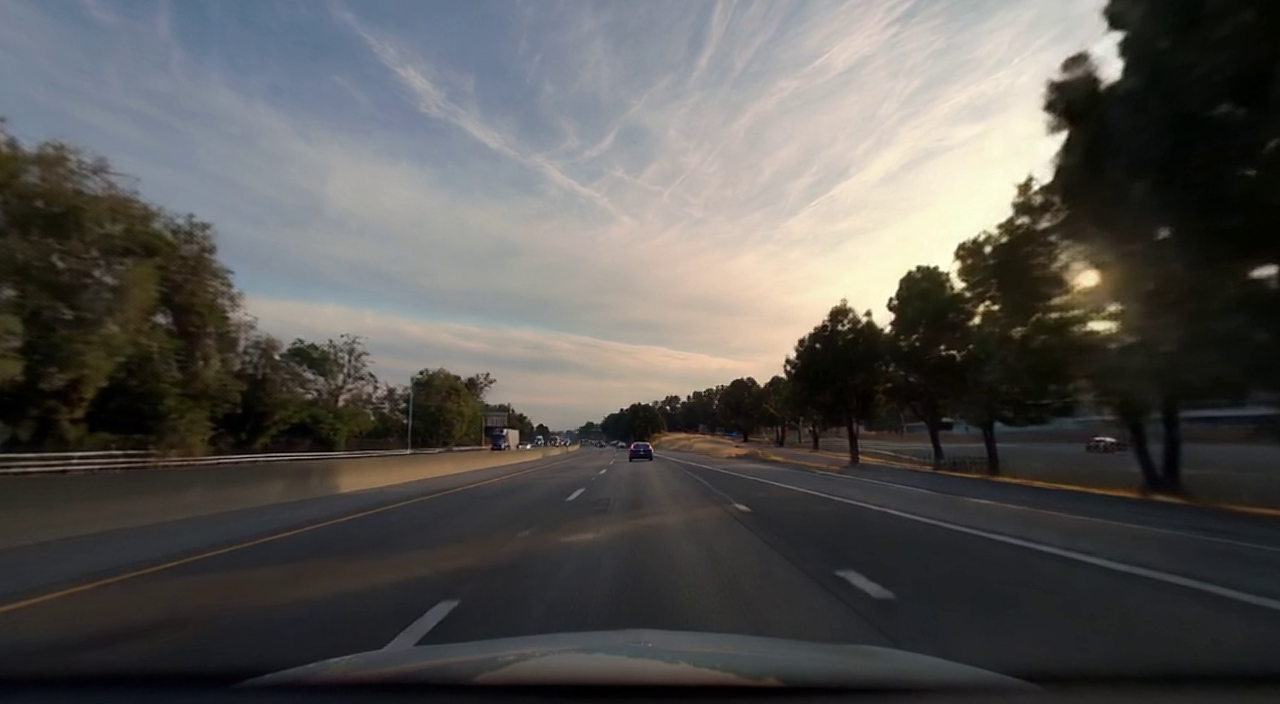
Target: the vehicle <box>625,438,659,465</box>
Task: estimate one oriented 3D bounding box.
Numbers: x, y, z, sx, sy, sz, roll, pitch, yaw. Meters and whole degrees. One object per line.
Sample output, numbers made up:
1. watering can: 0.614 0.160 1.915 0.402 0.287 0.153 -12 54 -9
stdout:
1. vehicle: 0.081 6.350 40.249 2.029 1.666 4.064 0 -8 -2
